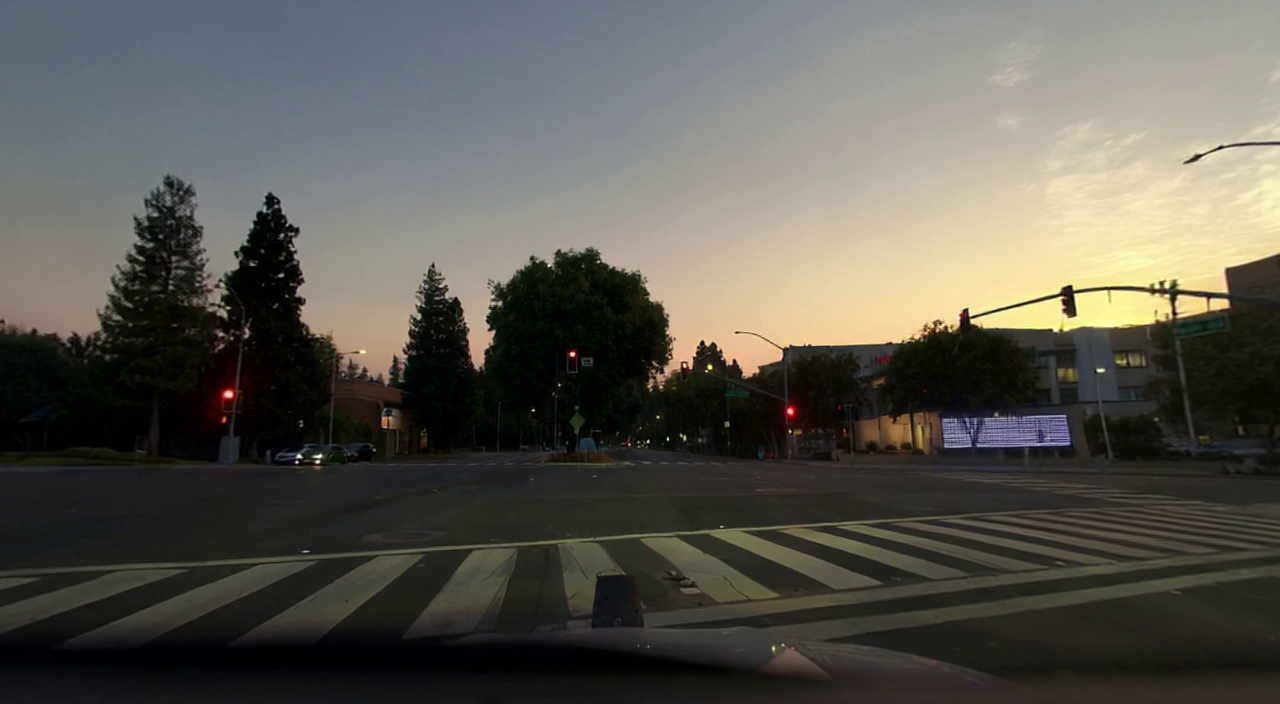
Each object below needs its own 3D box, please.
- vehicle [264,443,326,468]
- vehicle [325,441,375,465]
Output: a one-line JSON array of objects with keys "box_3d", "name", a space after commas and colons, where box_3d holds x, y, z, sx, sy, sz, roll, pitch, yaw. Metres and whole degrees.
[{"box_3d": [-21.847, 6.556, 40.148, 2.005, 1.496, 4.020, 1, -9, -6], "name": "vehicle"}, {"box_3d": [-22.453, 7.827, 49.107, 2.023, 1.706, 4.756, 1, -9, -6], "name": "vehicle"}]
